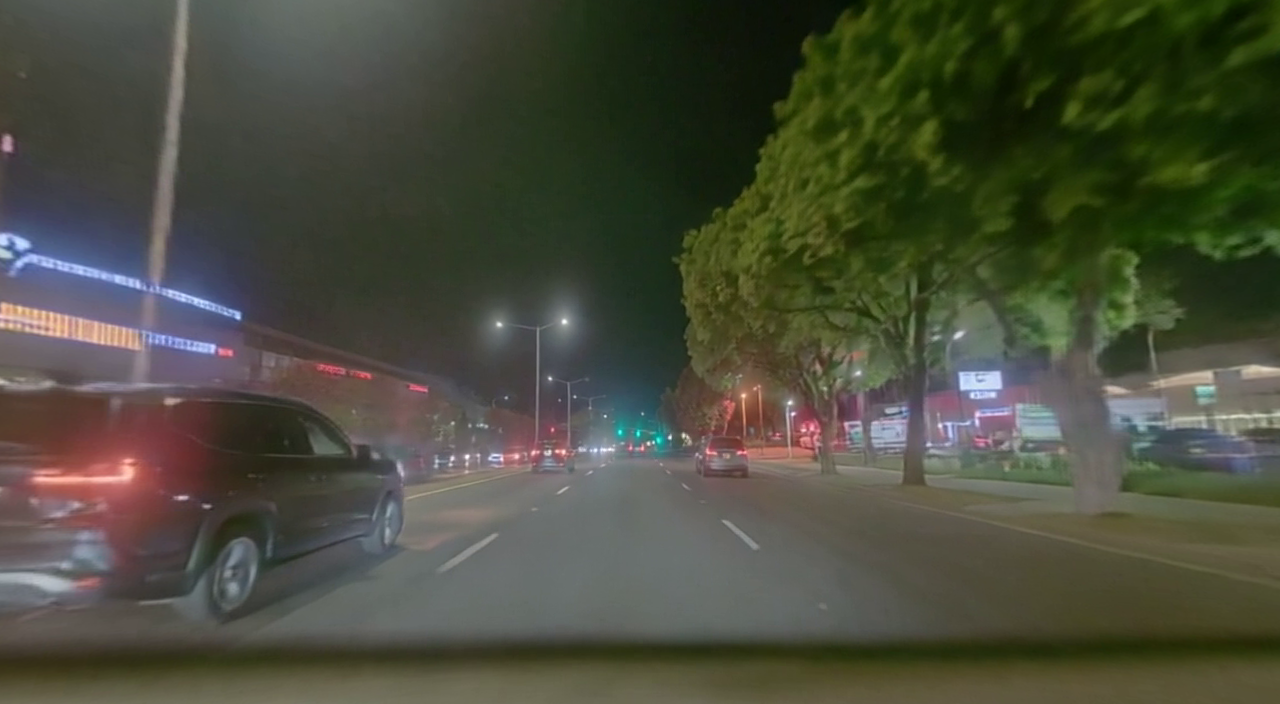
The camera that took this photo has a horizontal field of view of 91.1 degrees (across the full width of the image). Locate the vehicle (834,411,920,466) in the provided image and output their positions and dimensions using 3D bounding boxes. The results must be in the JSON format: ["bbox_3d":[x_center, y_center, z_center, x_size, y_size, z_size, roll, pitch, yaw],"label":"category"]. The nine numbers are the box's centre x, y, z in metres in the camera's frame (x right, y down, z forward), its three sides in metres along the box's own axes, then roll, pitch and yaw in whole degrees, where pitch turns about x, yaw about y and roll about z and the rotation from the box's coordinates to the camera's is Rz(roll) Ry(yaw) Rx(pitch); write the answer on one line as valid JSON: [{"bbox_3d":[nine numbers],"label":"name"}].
[{"bbox_3d":[15.685,5.869,42.311,2.642,3.252,8.515,0,-8,1],"label":"vehicle"}]

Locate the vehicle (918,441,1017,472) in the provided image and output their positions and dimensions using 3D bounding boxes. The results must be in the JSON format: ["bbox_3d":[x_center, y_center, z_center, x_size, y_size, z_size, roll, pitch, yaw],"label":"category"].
[{"bbox_3d":[16.676,5.287,31.942,4.701,1.470,1.985,4,-9,-27],"label":"vehicle"}]

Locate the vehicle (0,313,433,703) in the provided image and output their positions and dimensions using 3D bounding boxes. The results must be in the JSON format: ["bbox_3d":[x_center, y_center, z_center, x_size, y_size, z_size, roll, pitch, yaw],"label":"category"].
[{"bbox_3d":[-3.693,1.103,5.387,2.210,1.925,4.838,0,-8,-1],"label":"vehicle"}]

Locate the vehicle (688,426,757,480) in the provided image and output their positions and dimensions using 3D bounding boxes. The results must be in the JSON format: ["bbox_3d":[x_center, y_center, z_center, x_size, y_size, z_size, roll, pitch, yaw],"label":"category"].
[{"bbox_3d":[3.153,3.976,24.912,2.024,1.921,4.431,0,-8,-2],"label":"vehicle"}]

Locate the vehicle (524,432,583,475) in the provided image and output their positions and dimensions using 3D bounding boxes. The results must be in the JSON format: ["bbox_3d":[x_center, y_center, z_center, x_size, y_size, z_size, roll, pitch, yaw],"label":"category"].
[{"bbox_3d":[-3.775,4.531,28.219,2.014,1.775,4.404,0,-8,0],"label":"vehicle"}]

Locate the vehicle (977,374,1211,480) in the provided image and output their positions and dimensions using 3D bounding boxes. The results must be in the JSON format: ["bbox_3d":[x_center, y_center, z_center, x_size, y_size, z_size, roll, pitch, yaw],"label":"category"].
[{"bbox_3d":[15.770,2.907,22.773,2.919,3.125,7.218,2,-10,-1],"label":"vehicle"}]
